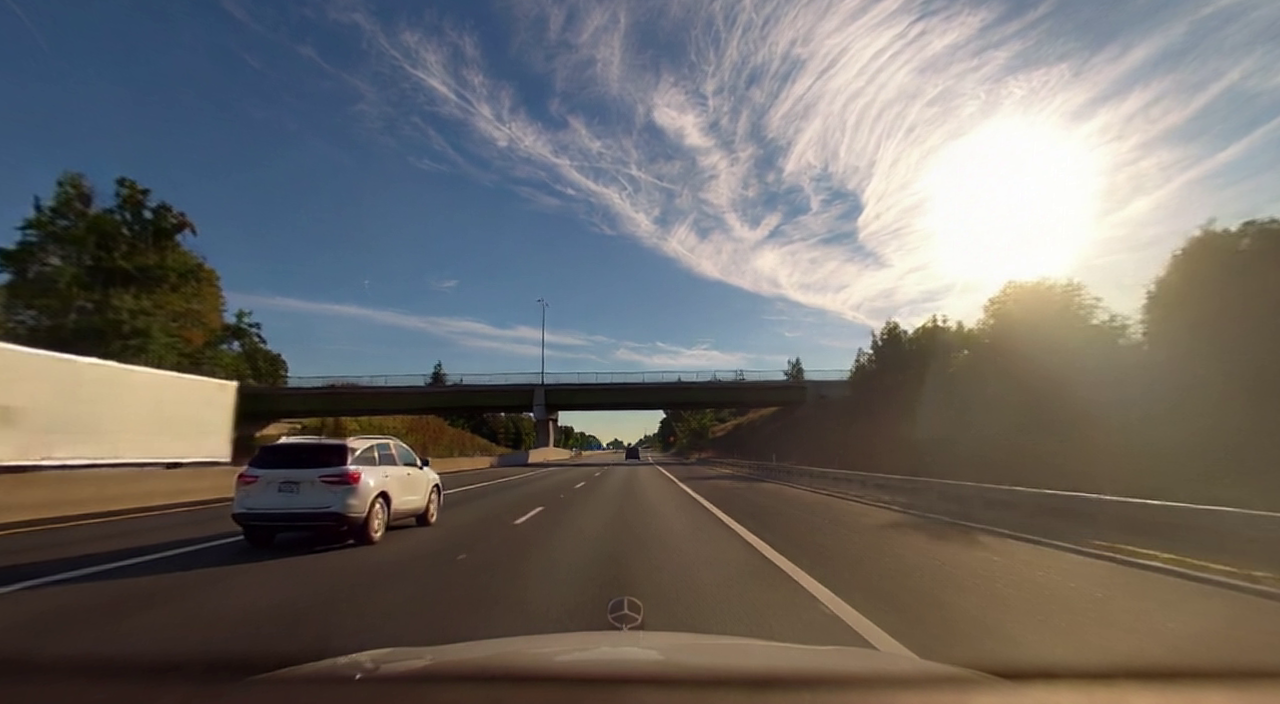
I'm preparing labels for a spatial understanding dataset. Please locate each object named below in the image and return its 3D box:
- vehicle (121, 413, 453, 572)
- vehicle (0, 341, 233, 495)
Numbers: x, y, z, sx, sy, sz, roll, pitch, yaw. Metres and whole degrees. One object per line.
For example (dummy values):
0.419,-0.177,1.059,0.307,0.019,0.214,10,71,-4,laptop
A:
-4.625,1.920,9.417,2.221,1.750,4.706,0,-9,0,vehicle
-18.201,2.080,18.701,2.886,3.971,14.161,0,-9,0,vehicle
